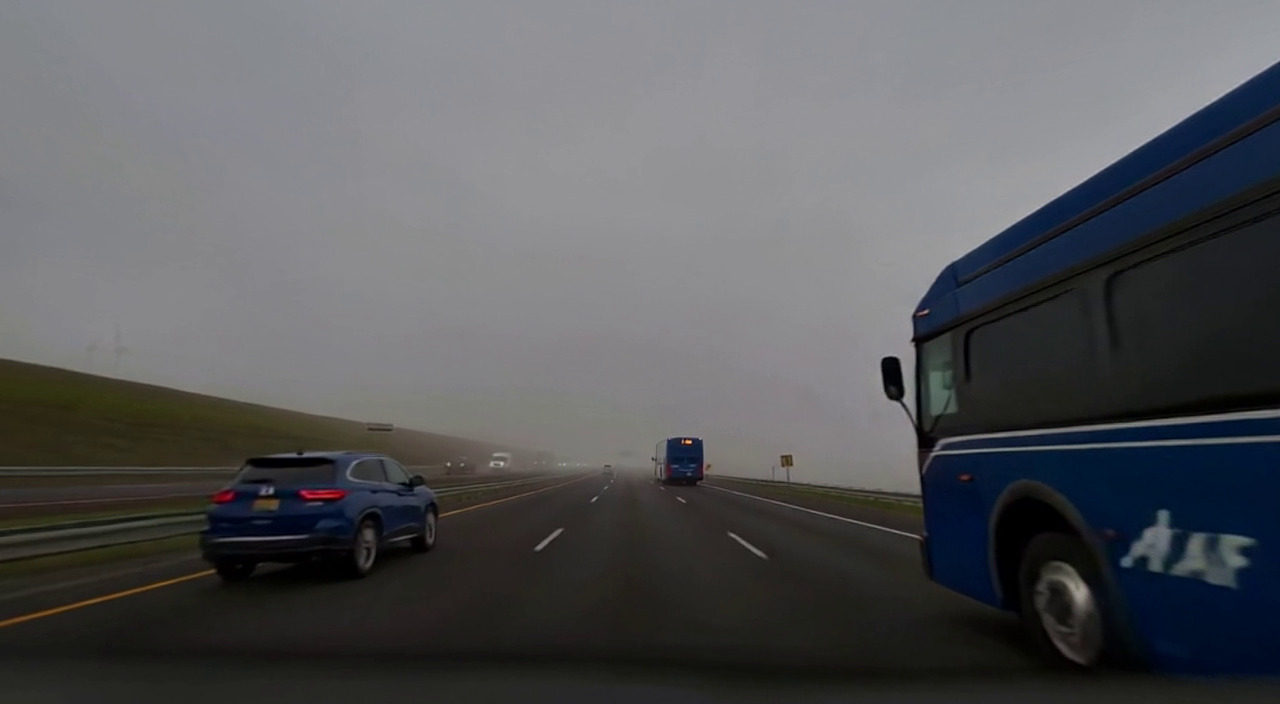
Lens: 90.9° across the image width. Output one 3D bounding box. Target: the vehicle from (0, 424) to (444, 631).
[{"bbox_3d":[-4.017,1.768,7.123,2.213,1.568,4.274,1,-10,0],"label":"vehicle"}]
